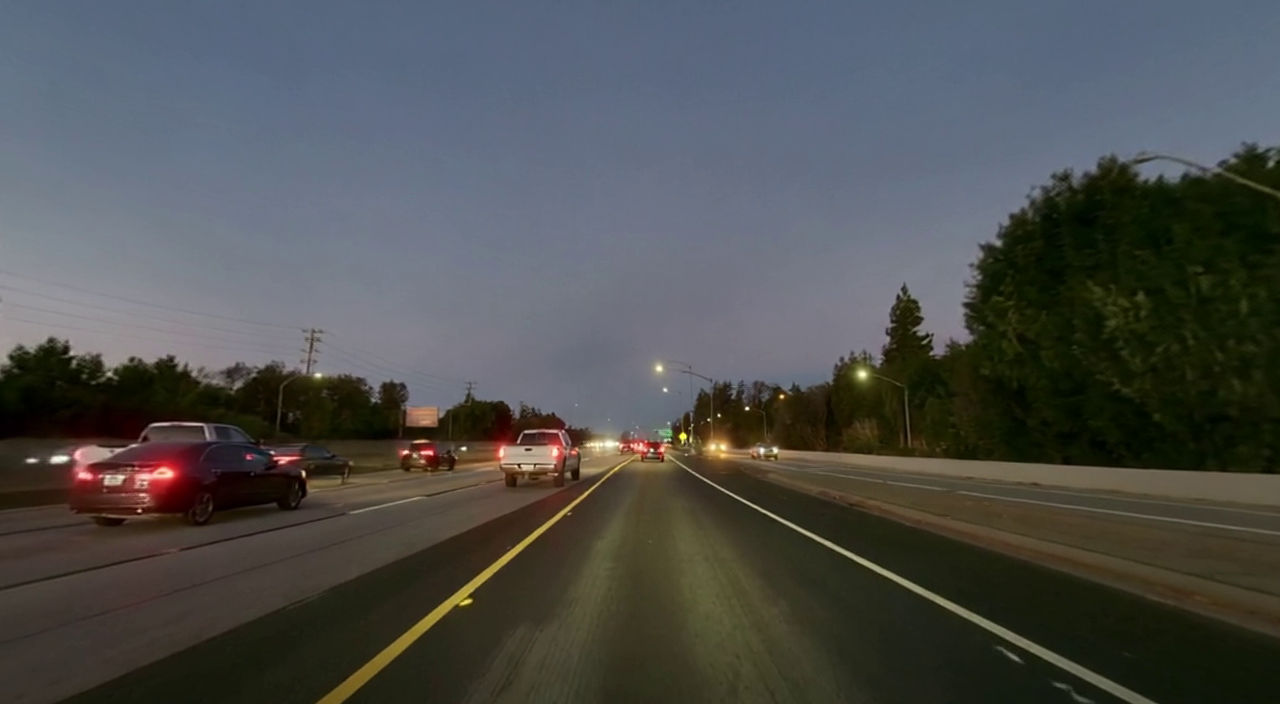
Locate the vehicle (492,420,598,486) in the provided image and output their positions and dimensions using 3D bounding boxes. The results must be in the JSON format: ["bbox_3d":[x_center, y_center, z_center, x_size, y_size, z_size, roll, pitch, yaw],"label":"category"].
[{"bbox_3d":[-3.304,3.751,23.649,2.815,2.092,6.526,0,-8,2],"label":"vehicle"}]

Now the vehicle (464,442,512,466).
[{"bbox_3d":[-10.210,6.857,42.438,1.915,1.472,4.502,-1,-8,3],"label":"vehicle"}]

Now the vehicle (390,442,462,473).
[{"bbox_3d":[-10.699,5.273,31.721,1.884,1.453,4.579,0,-8,2],"label":"vehicle"}]

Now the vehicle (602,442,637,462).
[{"bbox_3d":[-1.522,7.658,48.171,2.013,1.444,4.447,-1,-8,7],"label":"vehicle"}]

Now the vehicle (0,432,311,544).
[{"bbox_3d":[-7.845,2.149,10.651,1.964,1.481,4.425,-1,-8,2],"label":"vehicle"}]
